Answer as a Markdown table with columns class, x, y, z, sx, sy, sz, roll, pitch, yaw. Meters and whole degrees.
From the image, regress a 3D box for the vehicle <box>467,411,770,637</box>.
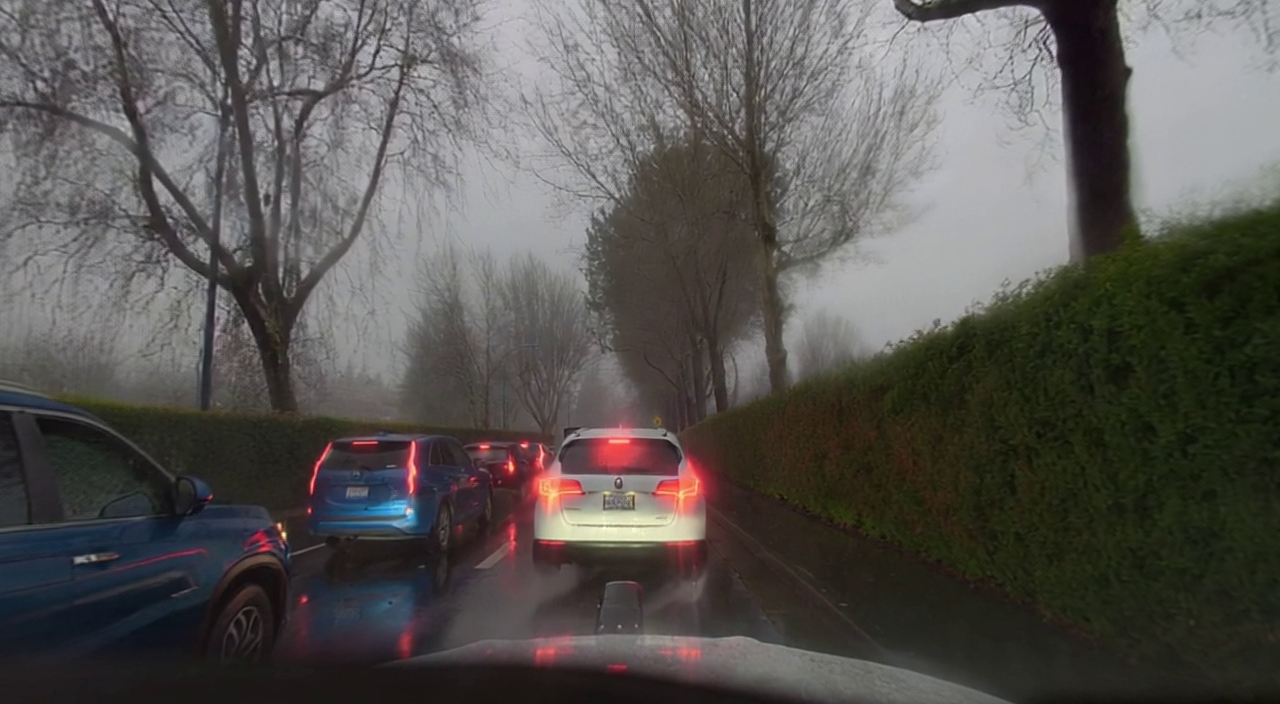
| class | x | y | z | sx | sy | sz | roll | pitch | yaw |
| --- | --- | --- | --- | --- | --- | --- | --- | --- | --- |
| vehicle | -0.181 | 1.544 | 6.564 | 2.154 | 1.581 | 4.007 | 0 | -9 | -1 |

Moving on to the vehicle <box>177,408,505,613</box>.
| class | x | y | z | sx | sy | sz | roll | pitch | yaw |
| --- | --- | --- | --- | --- | --- | --- | --- | --- | --- |
| vehicle | -3.412 | 1.848 | 8.308 | 2.256 | 1.728 | 4.421 | -6 | -8 | -2 |

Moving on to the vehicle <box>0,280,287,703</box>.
| class | x | y | z | sx | sy | sz | roll | pitch | yaw |
| --- | --- | --- | --- | --- | --- | --- | --- | --- | --- |
| vehicle | -3.286 | 0.669 | 1.261 | 2.205 | 1.913 | 5.327 | -6 | -8 | -2 |
